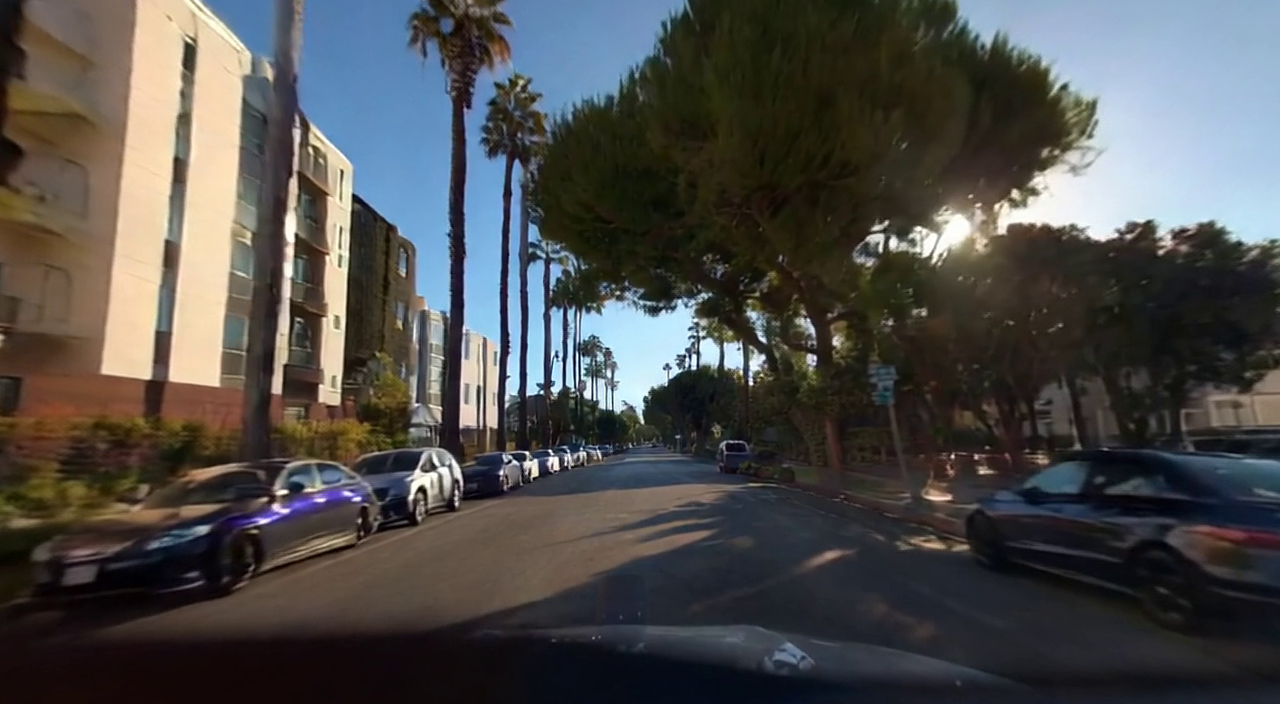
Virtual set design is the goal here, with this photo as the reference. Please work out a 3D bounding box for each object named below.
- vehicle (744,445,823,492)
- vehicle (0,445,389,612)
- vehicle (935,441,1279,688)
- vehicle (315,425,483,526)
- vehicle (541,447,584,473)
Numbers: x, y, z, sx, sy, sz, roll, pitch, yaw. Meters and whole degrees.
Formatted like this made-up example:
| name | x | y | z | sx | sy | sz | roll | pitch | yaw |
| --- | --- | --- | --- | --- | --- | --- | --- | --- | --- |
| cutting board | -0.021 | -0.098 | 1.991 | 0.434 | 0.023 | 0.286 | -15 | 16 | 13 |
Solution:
| name | x | y | z | sx | sy | sz | roll | pitch | yaw |
| --- | --- | --- | --- | --- | --- | --- | --- | --- | --- |
| vehicle | 5.157 | 4.232 | 23.470 | 1.991 | 1.525 | 5.203 | 0 | -8 | 3 |
| vehicle | -5.103 | 1.956 | 8.050 | 1.997 | 1.497 | 4.437 | 0 | -9 | 0 |
| vehicle | 4.887 | 1.582 | 5.822 | 2.026 | 1.474 | 4.859 | 0 | -8 | 1 |
| vehicle | -5.042 | 2.650 | 14.018 | 1.960 | 1.854 | 4.441 | -1 | -9 | 0 |
| vehicle | -4.694 | 6.601 | 38.806 | 2.009 | 1.469 | 4.241 | 0 | -8 | 1 |
